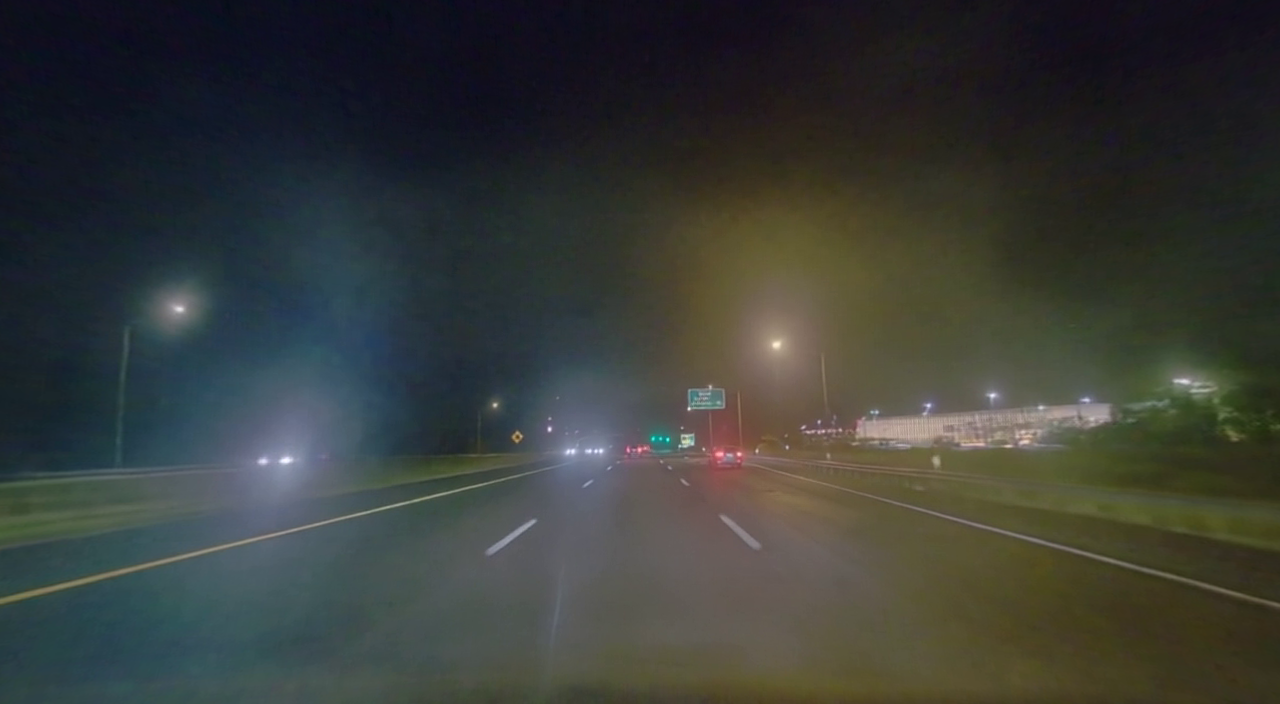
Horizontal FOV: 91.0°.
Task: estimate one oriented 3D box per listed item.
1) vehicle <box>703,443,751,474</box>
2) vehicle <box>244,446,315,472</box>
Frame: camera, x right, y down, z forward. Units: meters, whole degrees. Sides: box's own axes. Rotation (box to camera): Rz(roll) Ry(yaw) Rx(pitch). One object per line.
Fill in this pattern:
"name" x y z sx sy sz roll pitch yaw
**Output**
"vehicle" 4.876 6.025 35.813 2.085 1.594 4.848 0 -9 1
"vehicle" -24.012 7.102 42.126 1.958 1.646 4.547 0 -9 2
